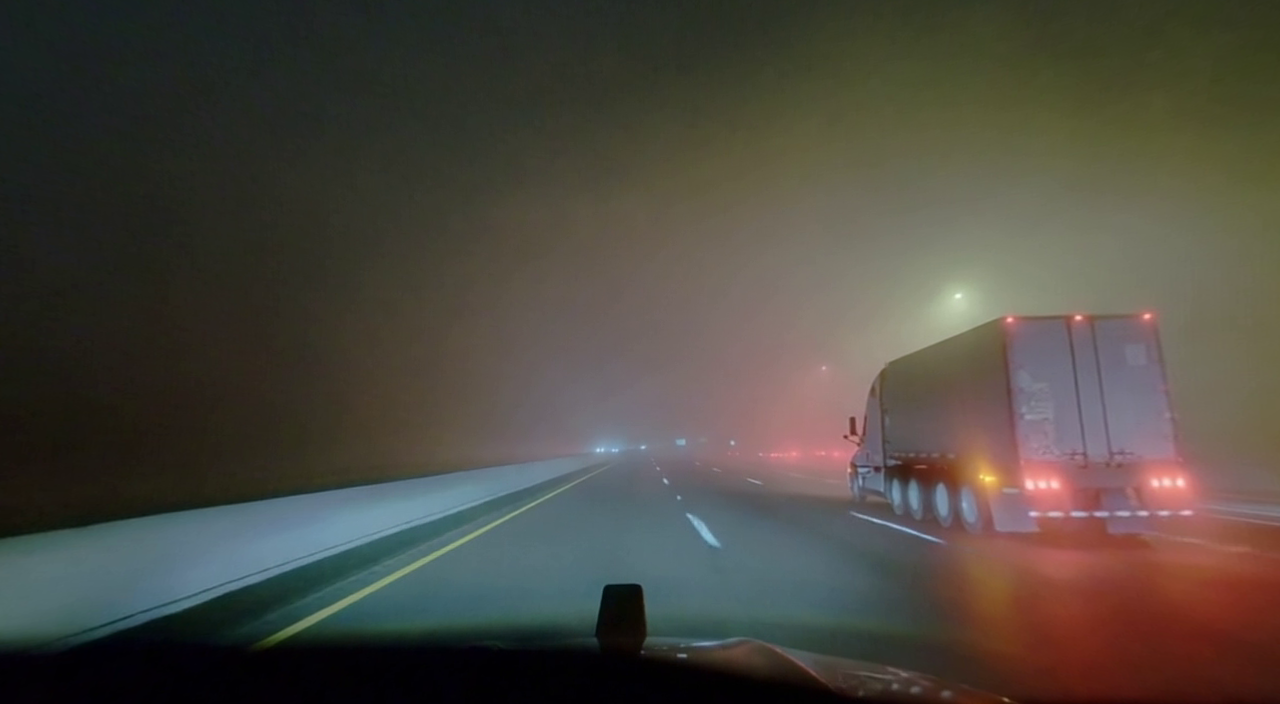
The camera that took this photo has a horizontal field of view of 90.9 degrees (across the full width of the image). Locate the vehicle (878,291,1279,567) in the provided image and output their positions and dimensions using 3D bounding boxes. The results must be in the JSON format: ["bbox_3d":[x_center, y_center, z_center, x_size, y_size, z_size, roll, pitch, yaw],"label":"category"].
[{"bbox_3d":[7.041,1.425,11.073,2.690,3.197,7.515,1,-9,0],"label":"vehicle"}]
